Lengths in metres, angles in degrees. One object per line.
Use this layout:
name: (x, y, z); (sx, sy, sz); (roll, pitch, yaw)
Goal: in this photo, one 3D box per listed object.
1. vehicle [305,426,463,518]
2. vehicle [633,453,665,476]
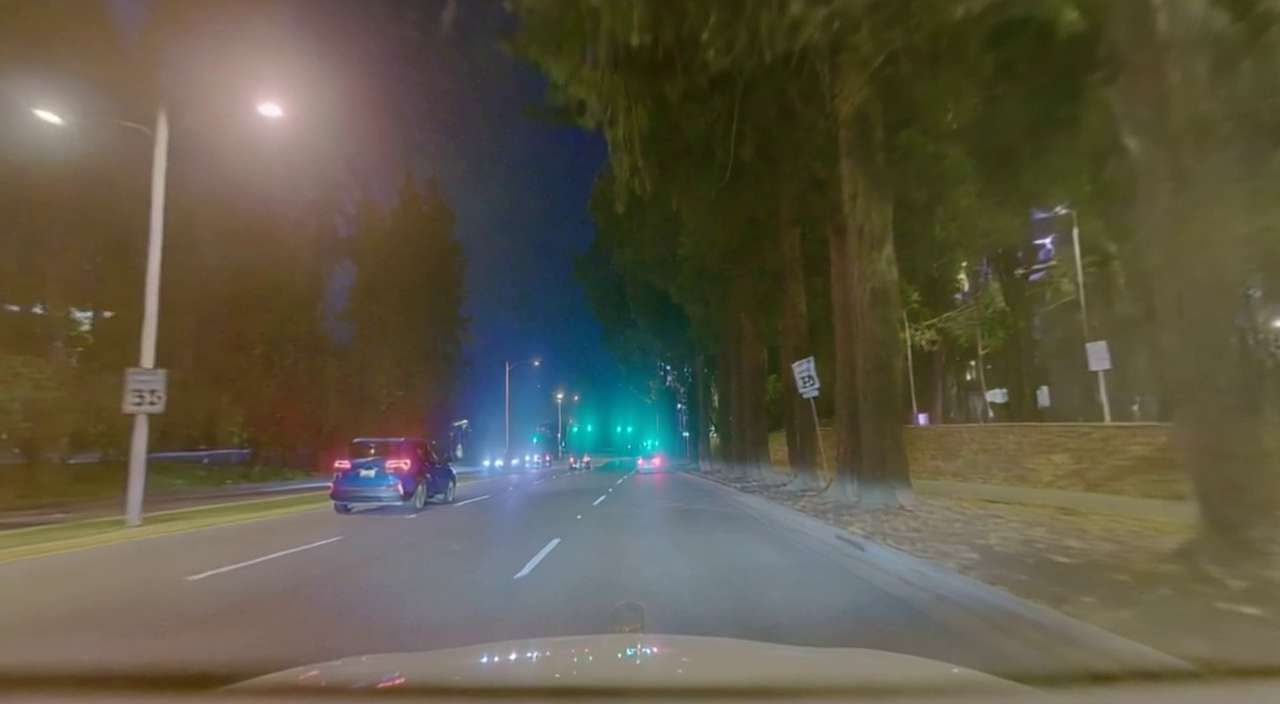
vehicle: (-5.993, 2.846, 15.437); (2.027, 1.908, 4.273); (0, -9, 0)
vehicle: (0.588, 7.806, 43.862); (2.091, 1.494, 3.962); (0, -9, -1)
